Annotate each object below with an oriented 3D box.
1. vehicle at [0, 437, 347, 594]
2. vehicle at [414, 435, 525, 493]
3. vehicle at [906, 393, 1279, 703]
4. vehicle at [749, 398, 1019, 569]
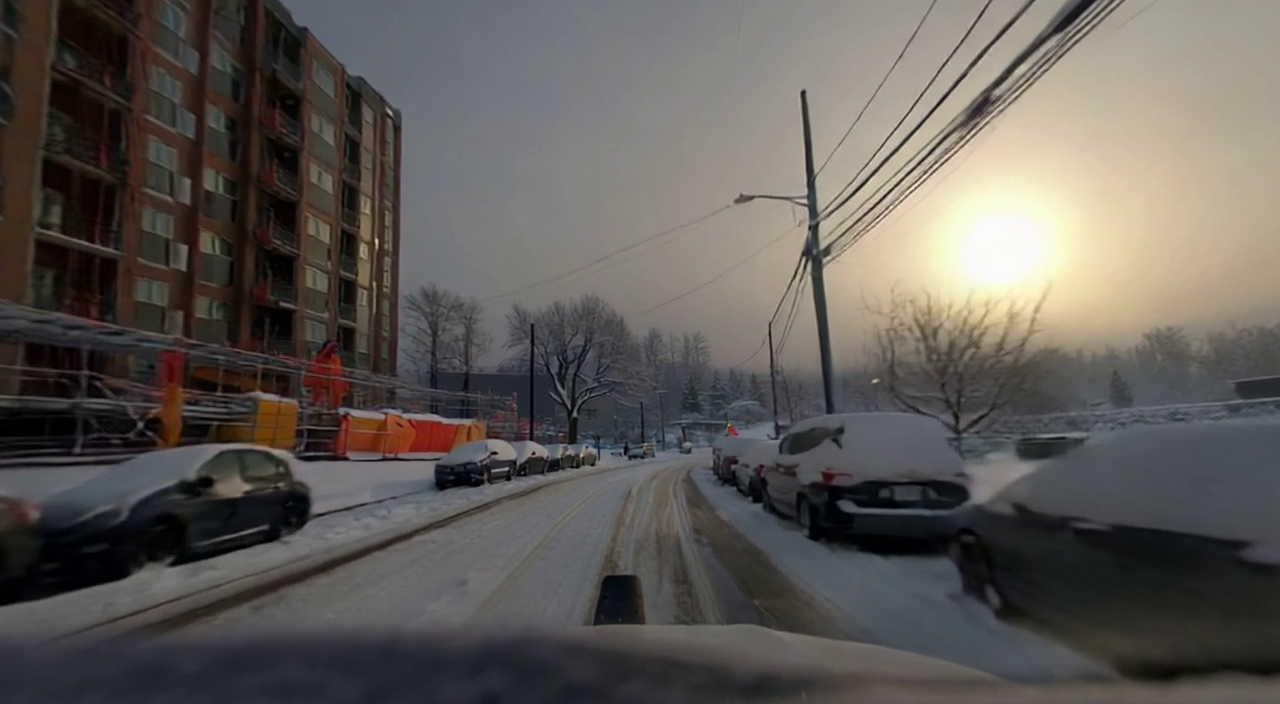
[{"bbox_3d":[-6.174,2.041,8.887,2.039,1.591,4.671,0,-9,-3],"label":"vehicle"},{"bbox_3d":[-6.139,4.128,23.604,2.194,1.861,5.725,-1,-9,4],"label":"vehicle"},{"bbox_3d":[3.678,1.150,3.742,2.017,1.600,4.965,0,-9,0],"label":"vehicle"},{"bbox_3d":[3.108,1.811,9.393,2.000,1.871,4.797,0,-9,-1],"label":"vehicle"}]
